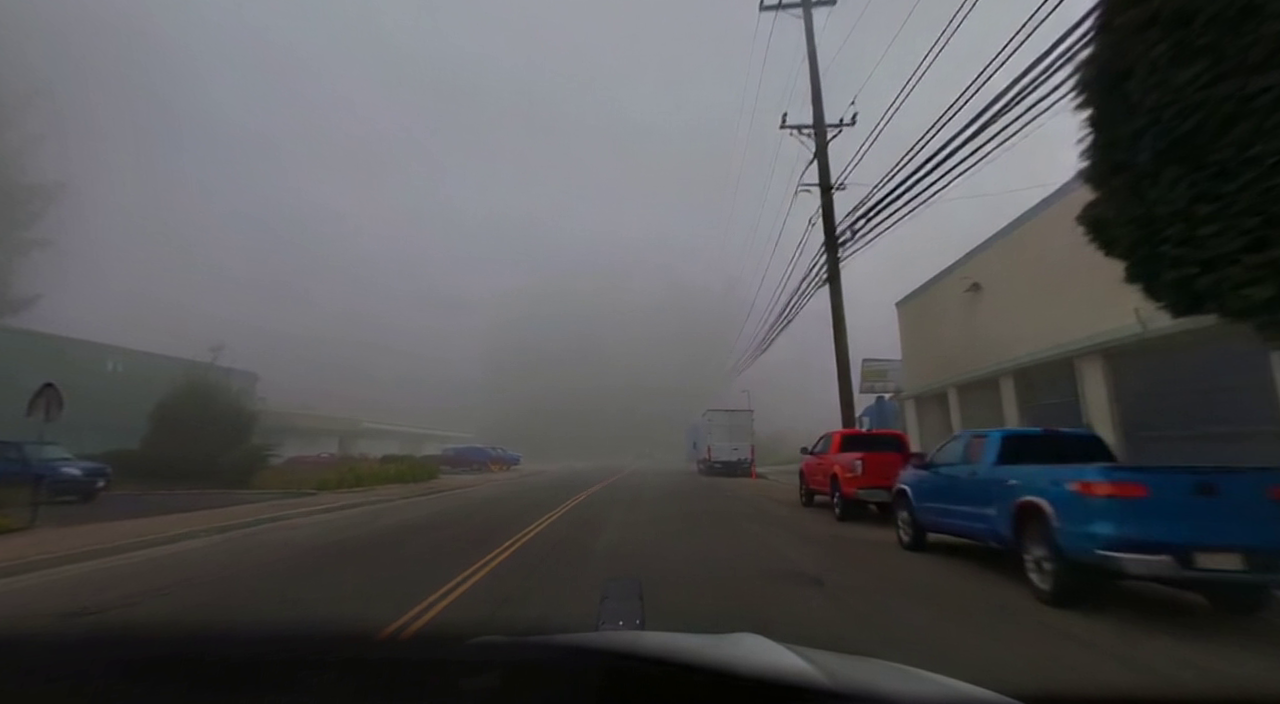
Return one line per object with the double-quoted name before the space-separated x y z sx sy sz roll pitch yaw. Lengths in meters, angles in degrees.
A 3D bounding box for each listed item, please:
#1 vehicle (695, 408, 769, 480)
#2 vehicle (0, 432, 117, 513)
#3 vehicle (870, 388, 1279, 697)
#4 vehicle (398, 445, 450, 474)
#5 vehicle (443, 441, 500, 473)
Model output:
"vehicle" 4.586 4.793 32.987 2.871 3.301 7.433 0 -8 1
"vehicle" -14.937 2.768 14.449 2.085 1.748 4.558 -3 -8 -1
"vehicle" 4.164 1.416 6.047 2.115 1.702 4.978 0 -8 1
"vehicle" -14.321 7.106 42.147 1.971 1.789 4.360 0 -8 -1
"vehicle" -11.320 7.064 42.906 2.287 1.975 5.511 0 -8 1
